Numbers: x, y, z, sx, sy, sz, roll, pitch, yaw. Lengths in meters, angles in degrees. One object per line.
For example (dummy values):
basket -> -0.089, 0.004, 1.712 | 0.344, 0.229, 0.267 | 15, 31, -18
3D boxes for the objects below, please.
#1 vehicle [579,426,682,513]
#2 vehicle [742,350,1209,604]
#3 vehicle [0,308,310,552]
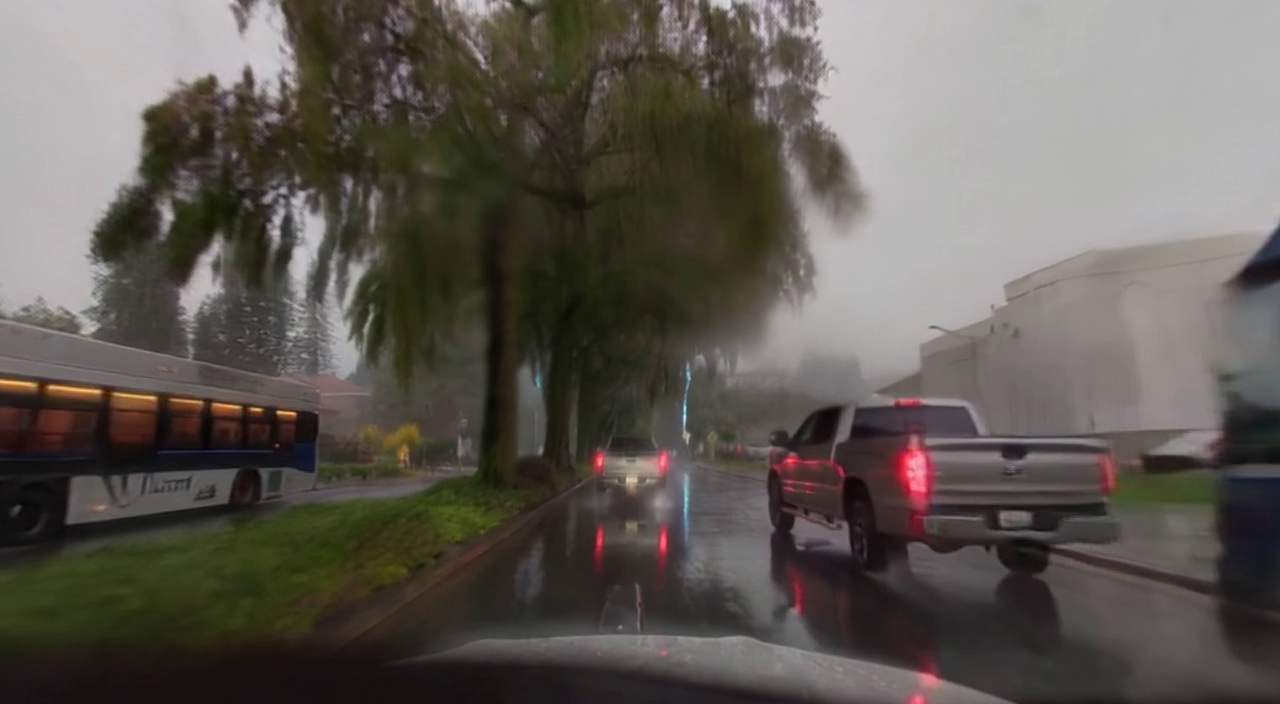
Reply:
vehicle -> -0.188, 2.914, 16.249 | 2.157, 1.816, 5.804 | 0, -9, 0
vehicle -> 3.672, 1.691, 9.616 | 2.802, 2.303, 7.582 | 0, -9, -1
vehicle -> -12.229, 1.844, 14.150 | 2.996, 4.022, 12.692 | 0, -9, -1
